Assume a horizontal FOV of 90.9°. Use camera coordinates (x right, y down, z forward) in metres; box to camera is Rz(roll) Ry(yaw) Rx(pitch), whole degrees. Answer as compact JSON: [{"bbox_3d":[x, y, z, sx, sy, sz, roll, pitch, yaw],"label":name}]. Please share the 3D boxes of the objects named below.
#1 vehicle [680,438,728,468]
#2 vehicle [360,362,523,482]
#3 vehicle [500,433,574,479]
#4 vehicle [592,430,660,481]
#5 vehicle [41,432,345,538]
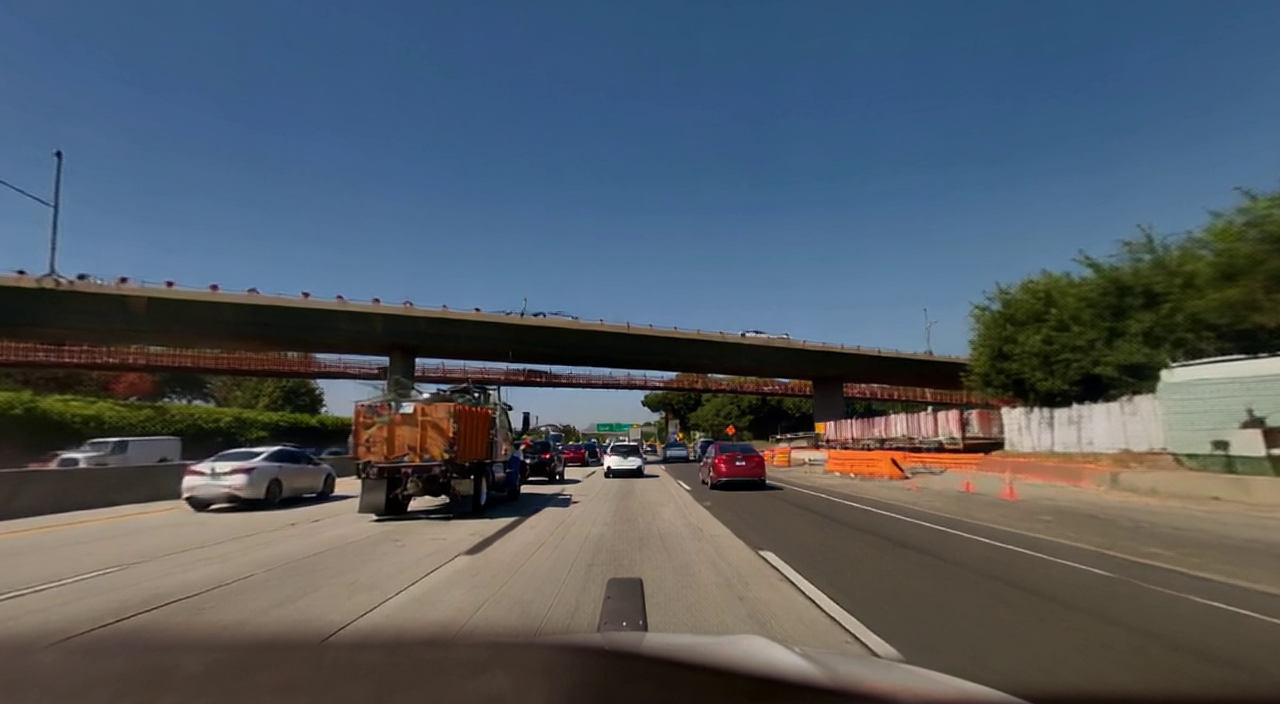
[{"bbox_3d":[3.296,5.322,33.264,2.003,1.465,4.092,0,-8,-1],"label":"vehicle"},{"bbox_3d":[-7.452,3.041,25.914,2.959,3.886,10.574,-1,-8,2],"label":"vehicle"},{"bbox_3d":[-3.985,4.114,25.157,2.124,1.639,4.344,0,-8,2],"label":"vehicle"},{"bbox_3d":[-0.470,3.795,23.343,2.270,1.696,4.061,0,-8,0],"label":"vehicle"},{"bbox_3d":[-7.486,2.244,11.390,1.948,1.494,4.749,0,-8,1],"label":"vehicle"}]
